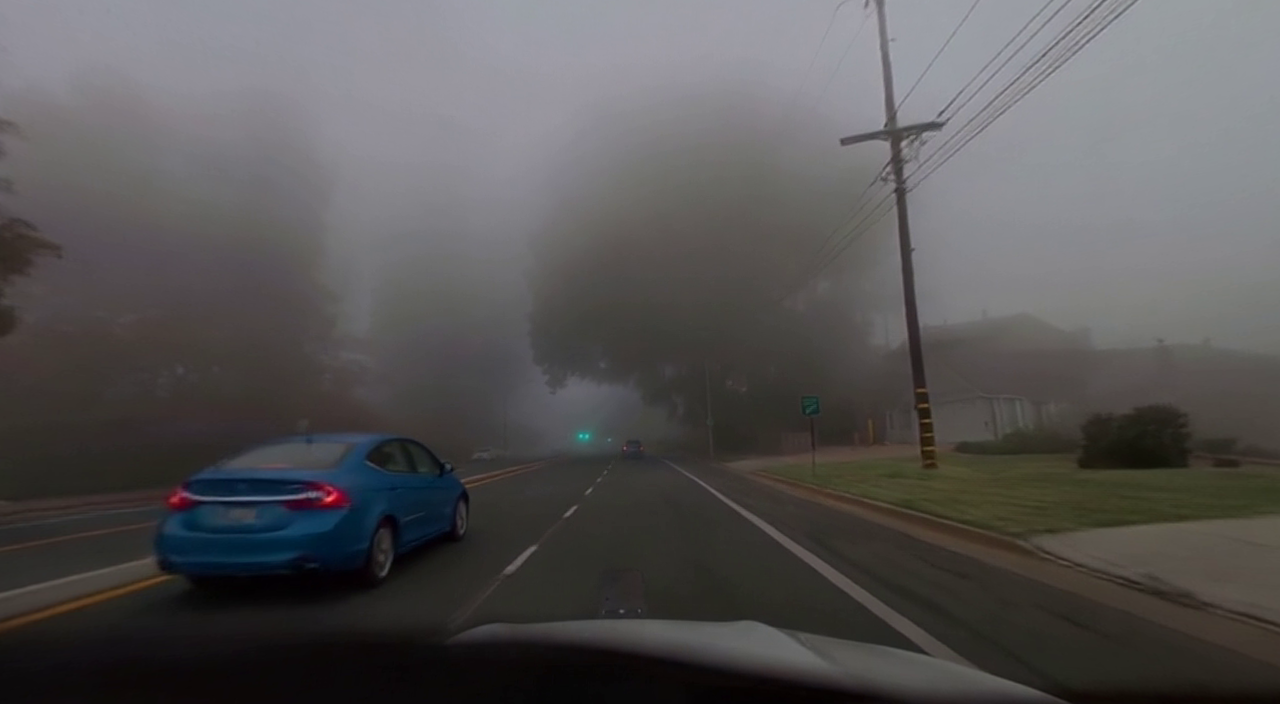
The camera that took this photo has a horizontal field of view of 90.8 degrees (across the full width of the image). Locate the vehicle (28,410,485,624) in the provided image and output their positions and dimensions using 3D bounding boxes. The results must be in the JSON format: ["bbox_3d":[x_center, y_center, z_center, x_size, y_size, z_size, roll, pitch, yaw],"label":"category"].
[{"bbox_3d":[-3.233,1.478,6.634,2.113,1.493,4.222,0,-8,0],"label":"vehicle"}]
